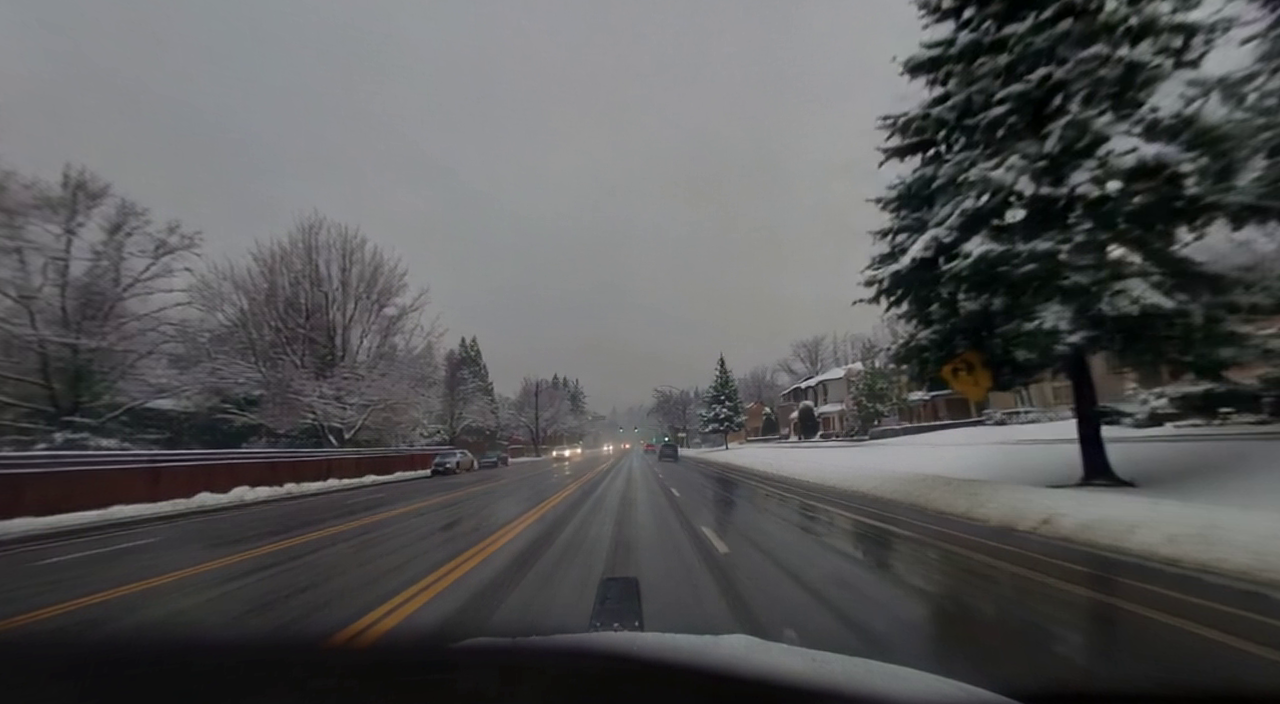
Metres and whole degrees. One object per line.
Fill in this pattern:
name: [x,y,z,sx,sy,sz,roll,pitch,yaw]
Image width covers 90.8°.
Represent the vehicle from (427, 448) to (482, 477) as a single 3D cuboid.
vehicle: [-12.456,7.471,42.837,2.094,1.797,5.655,0,-9,0]
